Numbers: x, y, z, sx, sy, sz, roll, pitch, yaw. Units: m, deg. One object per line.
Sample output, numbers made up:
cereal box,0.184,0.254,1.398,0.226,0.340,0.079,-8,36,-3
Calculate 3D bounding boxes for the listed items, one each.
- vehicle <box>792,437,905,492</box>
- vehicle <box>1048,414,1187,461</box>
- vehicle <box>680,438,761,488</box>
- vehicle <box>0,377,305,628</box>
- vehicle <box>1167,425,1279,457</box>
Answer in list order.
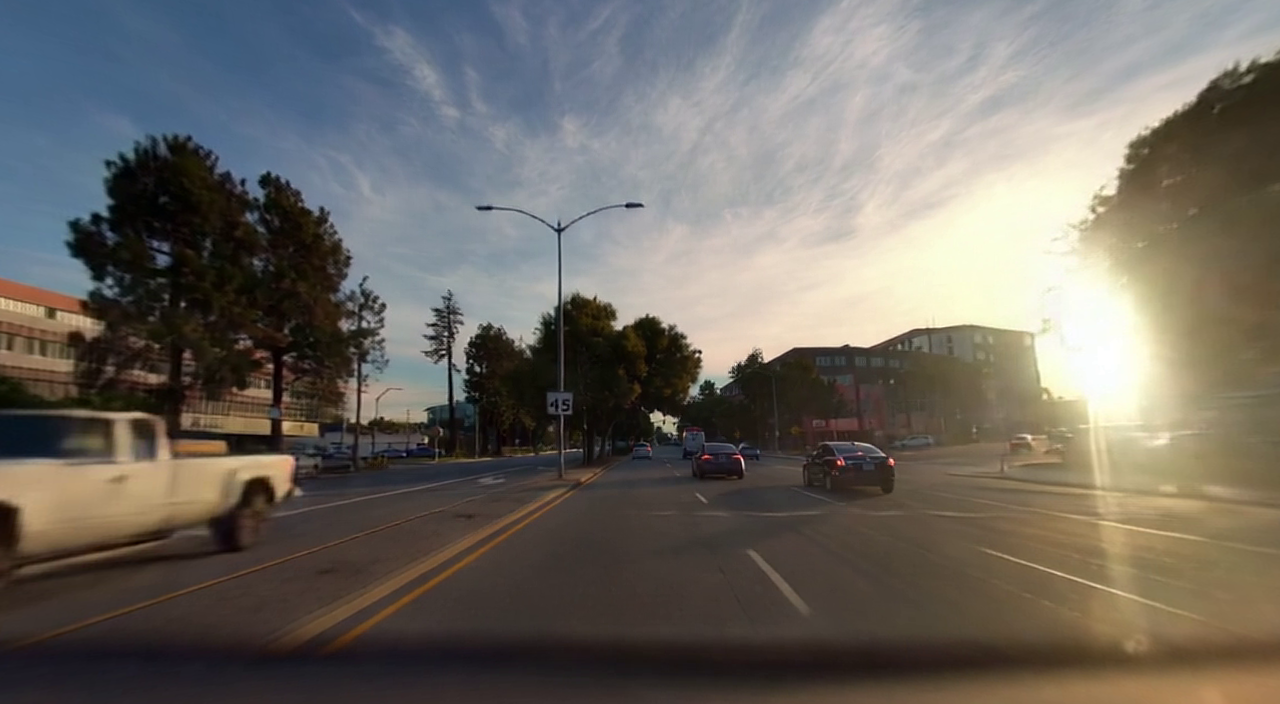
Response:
vehicle,6.297,3.421,19.584,1.918,1.484,4.456,0,-8,-1
vehicle,23.808,4.344,31.735,2.152,2.069,6.067,-2,-8,-1
vehicle,2.535,3.627,20.940,1.971,1.479,4.493,0,-8,-2
vehicle,-5.553,1.258,5.723,2.016,1.770,5.300,0,-8,1
vehicle,29.264,4.481,31.617,1.933,1.463,4.033,0,-8,1
